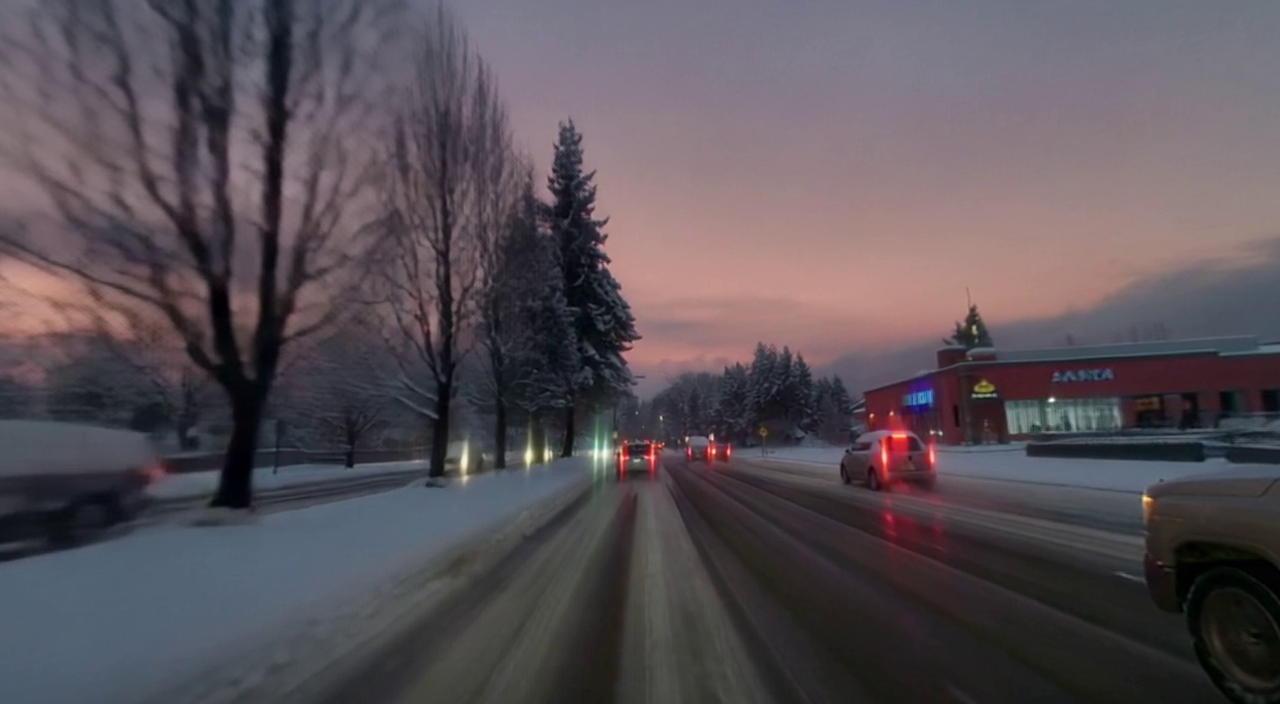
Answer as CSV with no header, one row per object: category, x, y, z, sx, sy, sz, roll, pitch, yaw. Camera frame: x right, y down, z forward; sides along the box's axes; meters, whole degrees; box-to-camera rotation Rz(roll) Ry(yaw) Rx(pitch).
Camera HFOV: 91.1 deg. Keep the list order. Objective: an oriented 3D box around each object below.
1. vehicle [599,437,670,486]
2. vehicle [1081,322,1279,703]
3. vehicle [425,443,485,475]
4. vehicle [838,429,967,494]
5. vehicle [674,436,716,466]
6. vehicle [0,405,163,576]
vehicle,-0.163,3.876,22.460,2.315,1.563,4.080,0,-9,1
vehicle,3.531,0.584,1.200,2.090,1.763,4.560,0,-9,1
vehicle,-11.467,6.654,39.289,2.172,1.865,4.728,0,-9,2
vehicle,7.913,3.332,19.471,2.090,1.768,4.407,0,-9,0
vehicle,4.148,7.628,48.500,2.716,2.131,5.766,0,-8,0
vehicle,-8.423,1.497,6.620,2.262,1.920,5.604,0,-9,1
